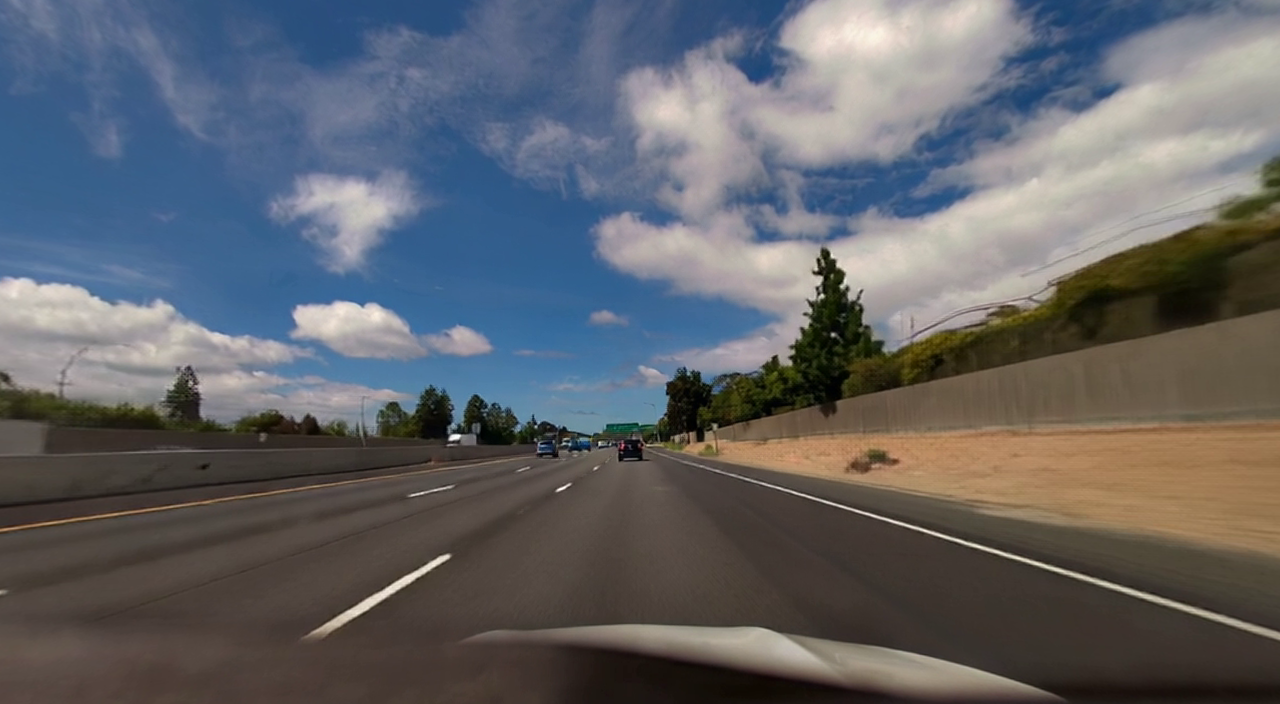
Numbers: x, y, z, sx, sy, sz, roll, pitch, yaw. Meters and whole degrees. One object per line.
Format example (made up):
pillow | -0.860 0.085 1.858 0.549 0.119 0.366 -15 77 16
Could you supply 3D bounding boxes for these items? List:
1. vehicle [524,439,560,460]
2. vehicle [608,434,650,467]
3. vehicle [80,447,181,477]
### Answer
vehicle | -7.515 7.572 48.834 2.019 1.523 4.396 0 -8 1
vehicle | -0.547 5.389 34.577 2.141 1.706 4.065 0 -8 0
vehicle | -29.103 6.263 36.205 1.875 1.536 4.652 0 -8 0
